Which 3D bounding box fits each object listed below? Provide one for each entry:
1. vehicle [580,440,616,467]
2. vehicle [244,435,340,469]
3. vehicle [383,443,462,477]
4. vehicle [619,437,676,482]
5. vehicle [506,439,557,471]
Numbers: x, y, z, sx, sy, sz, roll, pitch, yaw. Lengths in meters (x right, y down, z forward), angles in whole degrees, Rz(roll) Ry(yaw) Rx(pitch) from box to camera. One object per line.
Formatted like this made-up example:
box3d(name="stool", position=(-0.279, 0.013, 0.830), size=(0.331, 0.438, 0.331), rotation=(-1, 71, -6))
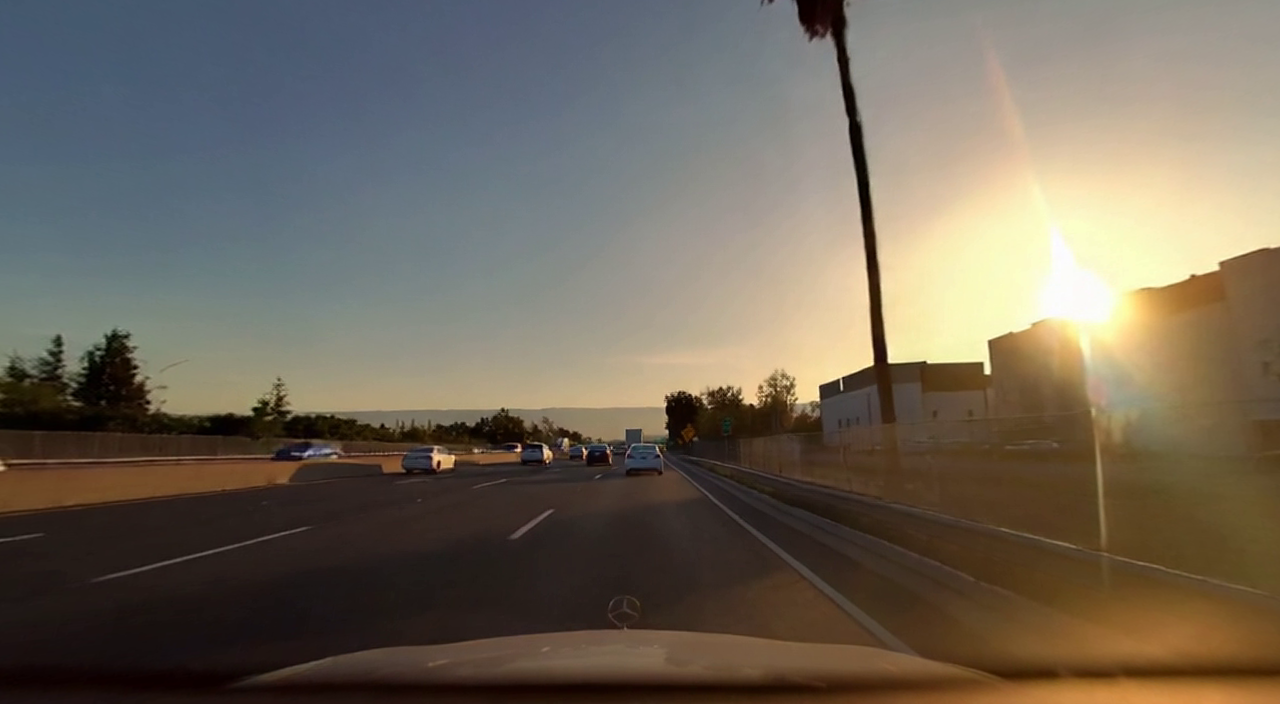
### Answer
box3d(name="vehicle", position=(-2.993, 7.337, 45.697), size=(2.108, 1.832, 4.549), rotation=(0, -8, 2))
box3d(name="vehicle", position=(-23.772, 6.863, 43.568), size=(2.684, 2.091, 6.612), rotation=(0, -8, 2))
box3d(name="vehicle", position=(-10.455, 5.200, 30.758), size=(1.910, 1.501, 5.004), rotation=(0, -8, 2))
box3d(name="vehicle", position=(0.297, 4.352, 25.948), size=(2.136, 1.678, 4.052), rotation=(0, -8, 1))
box3d(name="vehicle", position=(-6.452, 6.142, 37.948), size=(2.105, 1.790, 4.689), rotation=(0, -8, 2))
